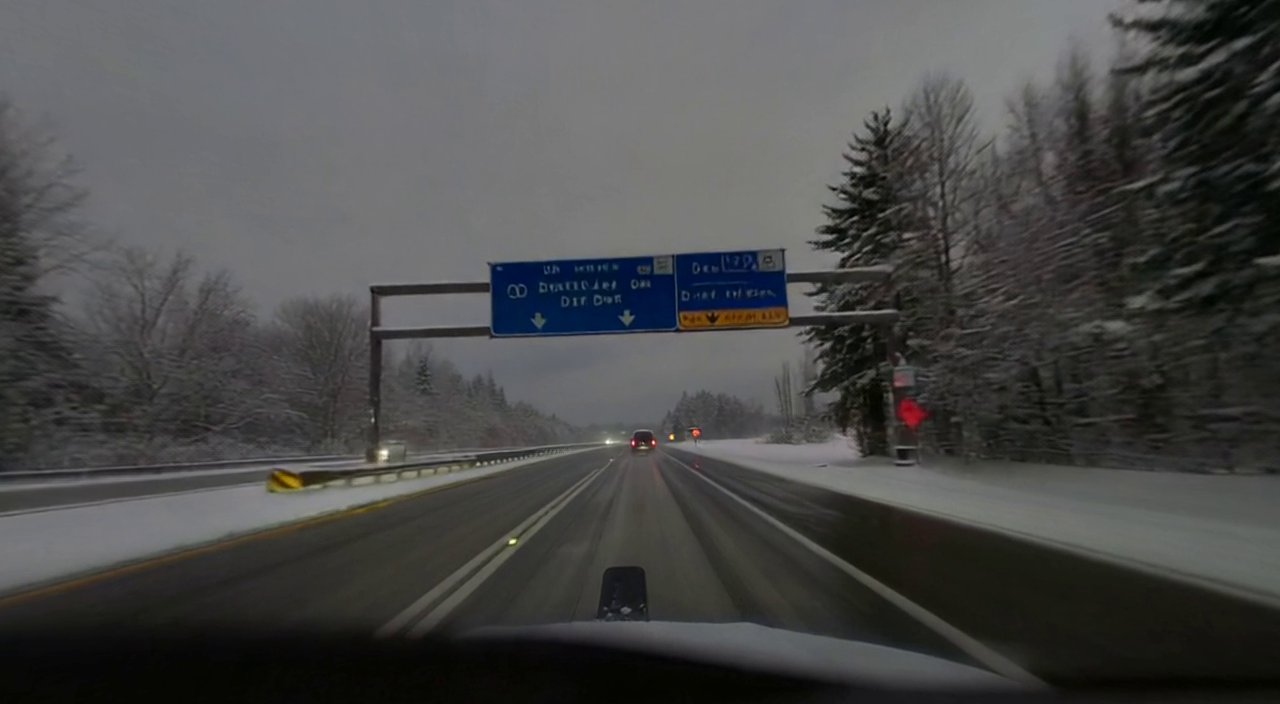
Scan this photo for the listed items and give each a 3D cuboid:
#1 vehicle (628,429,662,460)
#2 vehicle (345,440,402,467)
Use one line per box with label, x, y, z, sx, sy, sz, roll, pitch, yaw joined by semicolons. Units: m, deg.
vehicle;0.370;6.634;45.133;2.277;2.109;4.922;1;-8;0
vehicle;-15.543;5.914;36.904;1.773;1.441;3.706;1;-8;-2
